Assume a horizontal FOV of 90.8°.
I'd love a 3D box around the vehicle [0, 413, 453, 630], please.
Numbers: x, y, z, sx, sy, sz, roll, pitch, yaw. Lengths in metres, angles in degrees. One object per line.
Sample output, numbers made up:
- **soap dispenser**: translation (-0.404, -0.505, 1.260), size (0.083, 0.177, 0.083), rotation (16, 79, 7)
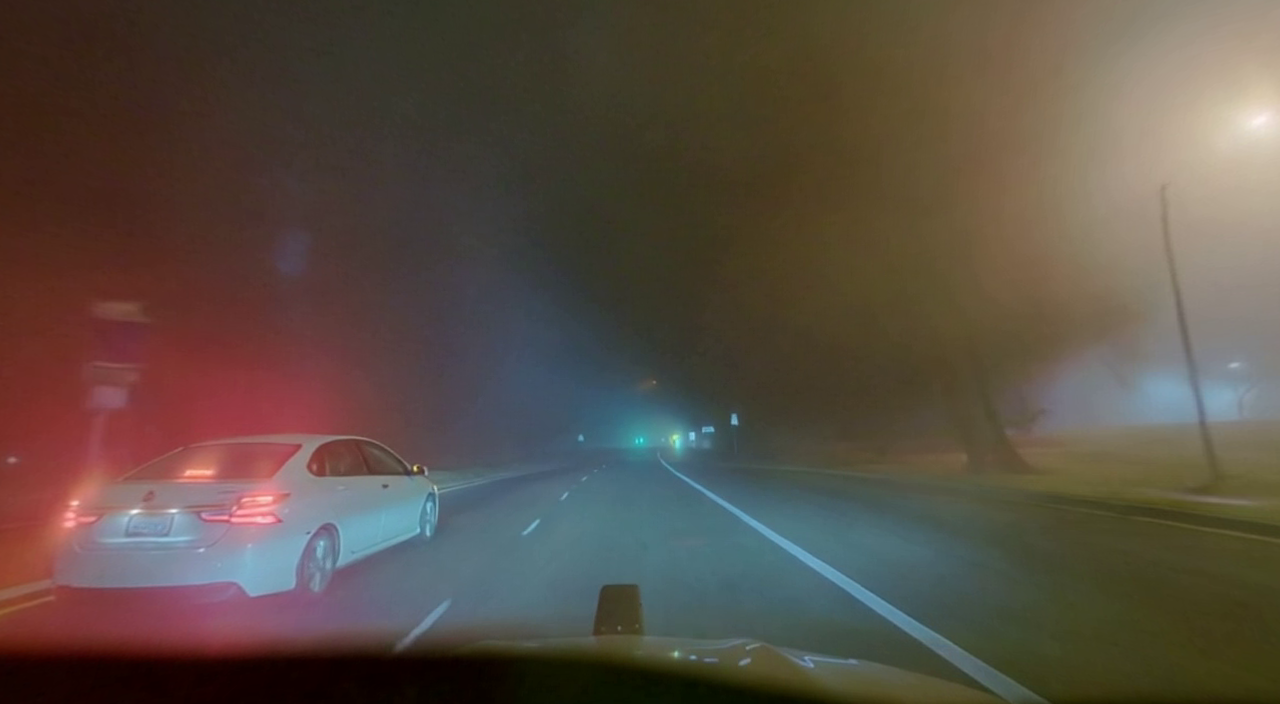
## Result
- **vehicle**: translation (-3.626, 1.526, 6.699), size (1.915, 1.521, 4.283), rotation (0, -8, 1)
